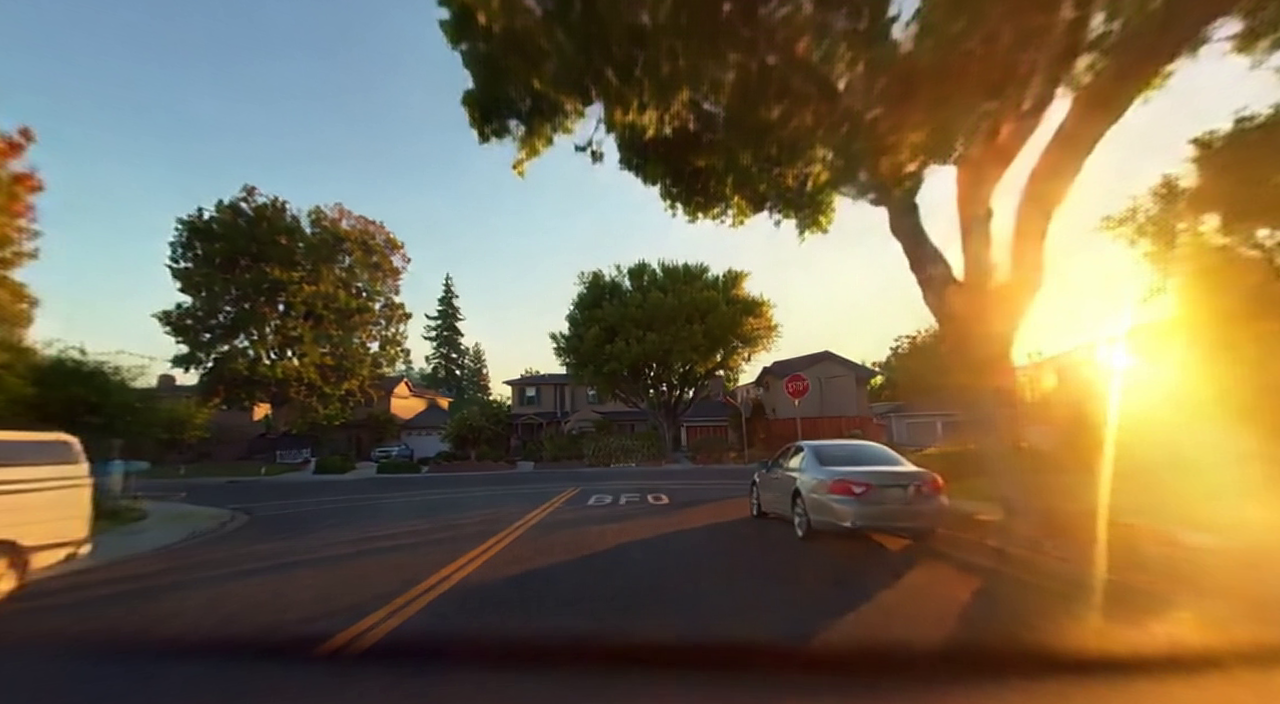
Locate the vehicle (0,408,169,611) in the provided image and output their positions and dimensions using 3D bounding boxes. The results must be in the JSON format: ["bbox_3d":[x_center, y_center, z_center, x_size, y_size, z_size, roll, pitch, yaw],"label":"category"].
[{"bbox_3d":[-6.902,1.350,4.881,2.225,1.817,5.731,-2,-8,-1],"label":"vehicle"}]

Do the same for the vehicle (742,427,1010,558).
[{"bbox_3d":[3.072,1.943,9.555,2.167,1.479,4.597,0,-8,-2],"label":"vehicle"}]
